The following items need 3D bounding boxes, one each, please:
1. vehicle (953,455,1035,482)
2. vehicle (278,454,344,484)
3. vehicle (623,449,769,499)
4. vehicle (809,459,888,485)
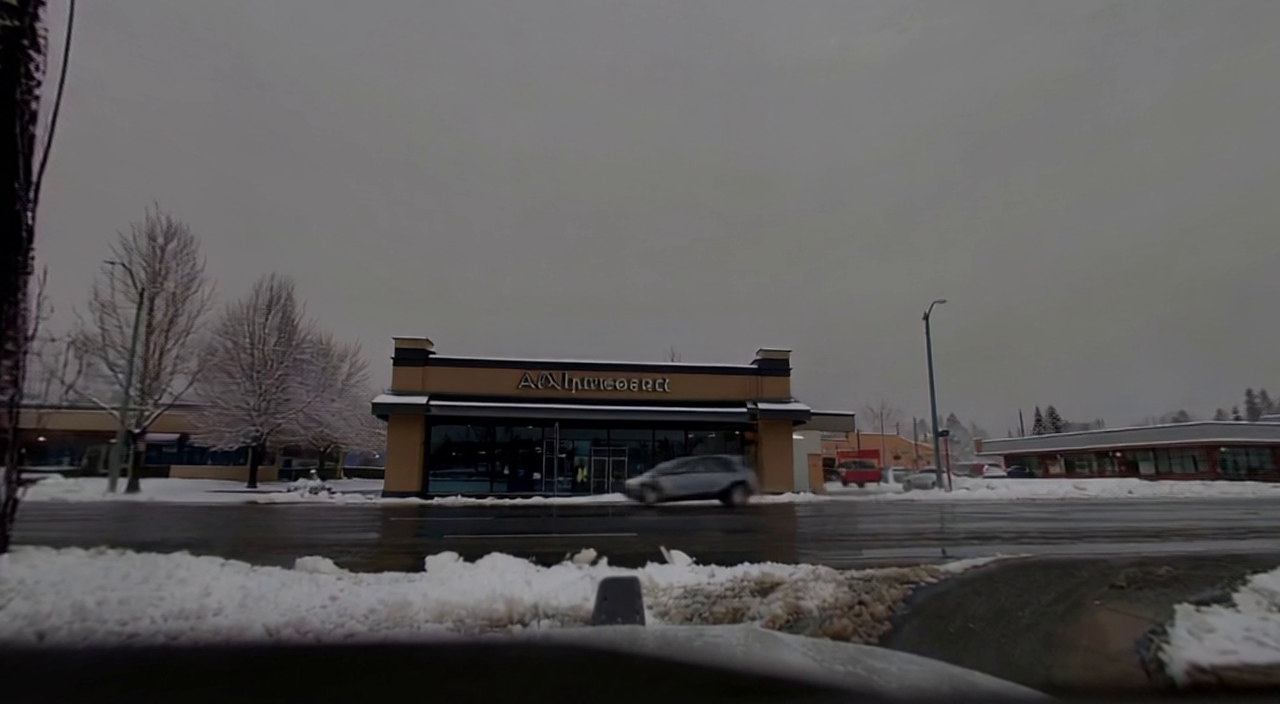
[{"bbox_3d":[25.708,8.450,45.927,4.838,1.799,1.914,-7,-11,39],"label":"vehicle"},{"bbox_3d":[-20.036,7.058,38.402,4.596,1.680,1.936,-8,-12,41],"label":"vehicle"},{"bbox_3d":[1.887,4.295,22.448,4.889,1.659,2.059,1,-9,-4],"label":"vehicle"},{"bbox_3d":[12.962,7.471,39.565,1.791,1.453,4.593,5,-10,-29],"label":"vehicle"}]
